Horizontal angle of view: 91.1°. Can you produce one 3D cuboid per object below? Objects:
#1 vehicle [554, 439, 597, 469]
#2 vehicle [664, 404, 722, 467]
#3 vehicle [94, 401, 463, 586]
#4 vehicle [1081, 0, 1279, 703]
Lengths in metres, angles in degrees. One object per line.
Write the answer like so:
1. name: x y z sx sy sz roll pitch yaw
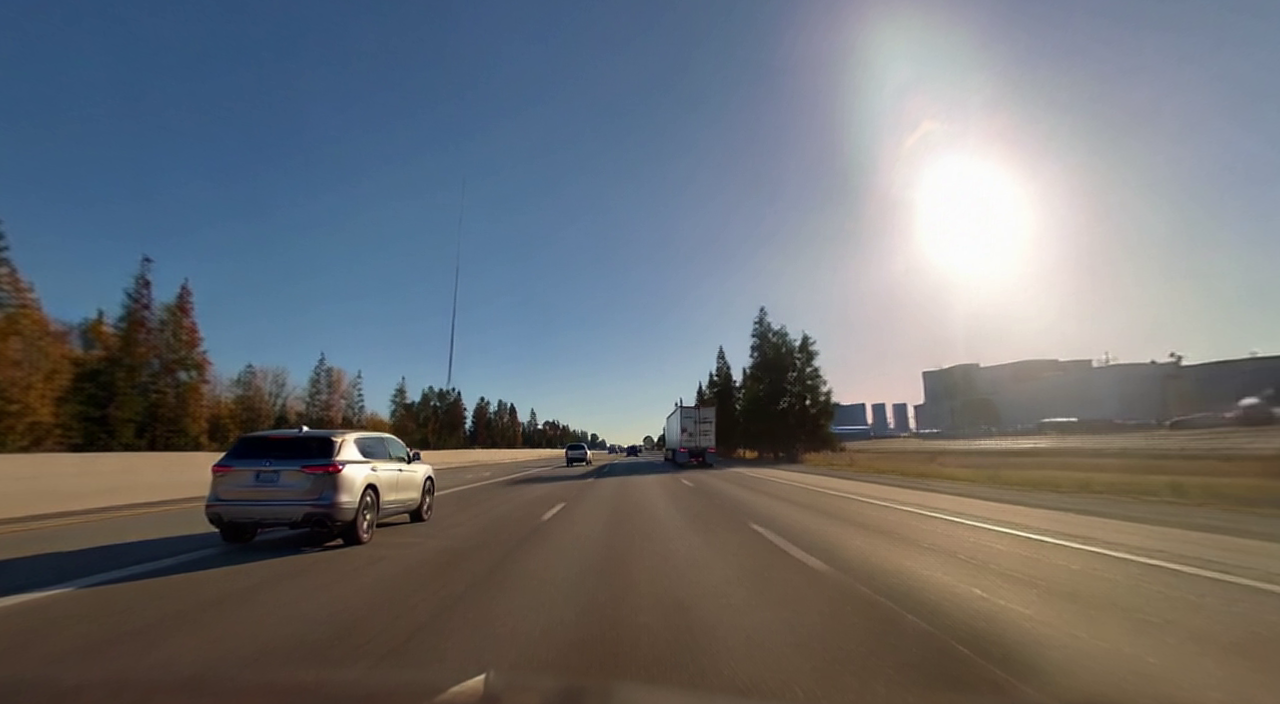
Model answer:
1. vehicle: -3.862 6.201 38.332 2.139 1.716 4.530 0 -9 0
2. vehicle: 3.895 6.756 49.861 2.998 4.236 13.886 0 -9 -2
3. vehicle: -4.155 1.723 8.452 2.202 1.760 4.617 0 -9 0
4. vehicle: 4.280 -0.479 0.585 3.030 3.918 6.108 0 -9 0
